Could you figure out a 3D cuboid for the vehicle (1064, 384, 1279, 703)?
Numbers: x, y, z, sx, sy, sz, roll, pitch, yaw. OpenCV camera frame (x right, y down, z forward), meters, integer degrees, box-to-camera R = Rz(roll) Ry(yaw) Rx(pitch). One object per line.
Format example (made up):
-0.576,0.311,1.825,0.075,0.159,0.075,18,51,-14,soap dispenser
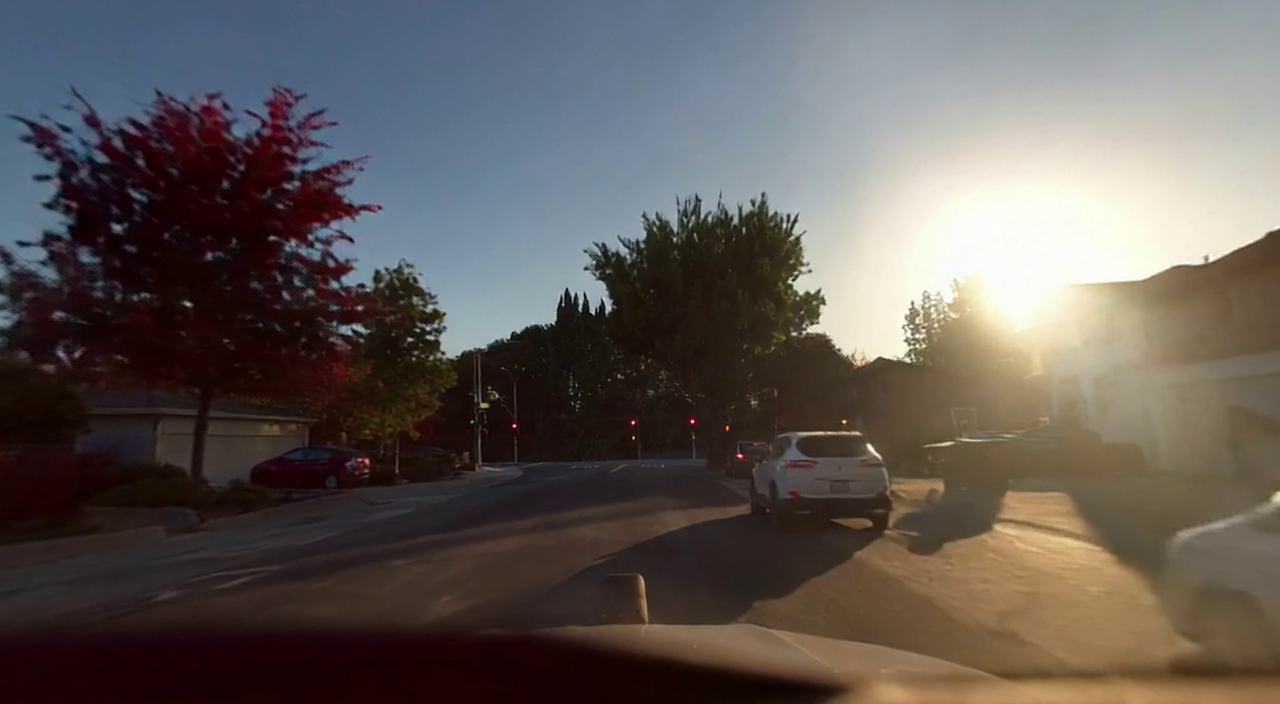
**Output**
4.112,0.820,2.160,2.043,1.585,4.687,0,-8,0,vehicle

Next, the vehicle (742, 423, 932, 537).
3.160,2.157,11.279,2.037,1.595,4.536,-1,-8,2,vehicle
